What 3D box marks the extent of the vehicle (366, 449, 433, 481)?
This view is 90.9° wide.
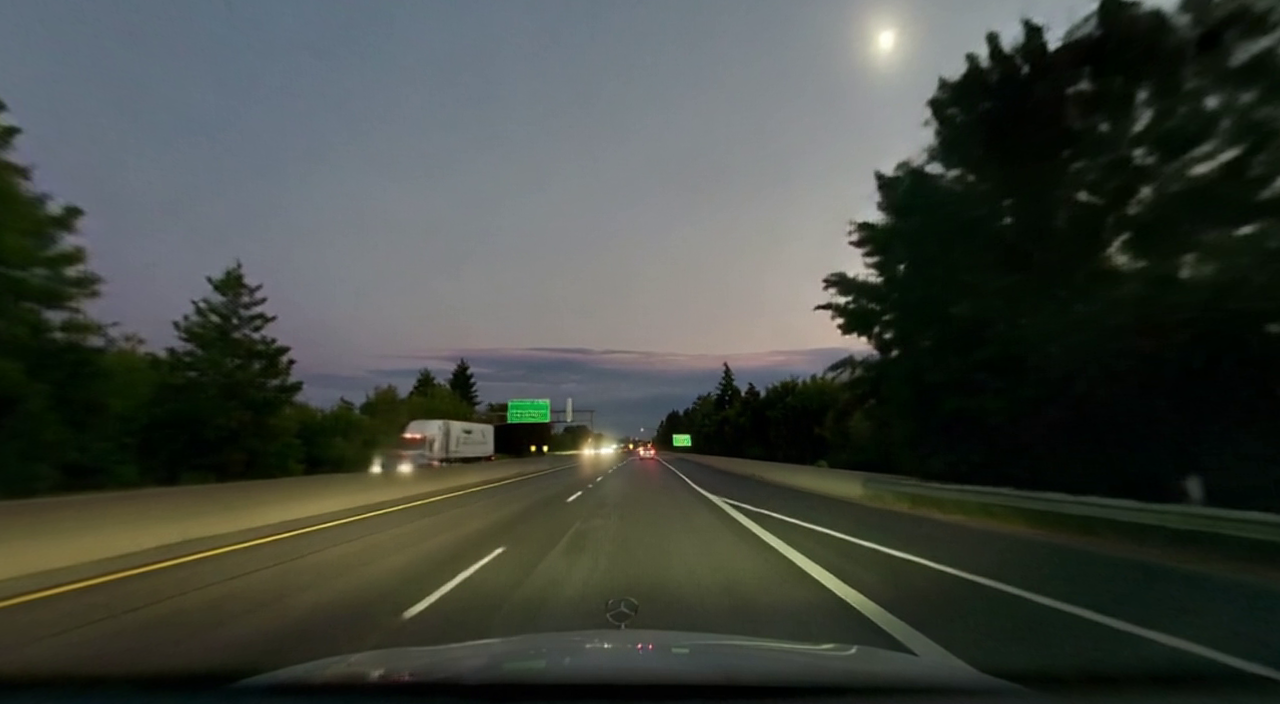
[{"bbox_3d":[-13.373,6.293,35.385,1.992,1.624,4.284,0,-9,1],"label":"vehicle"}]
